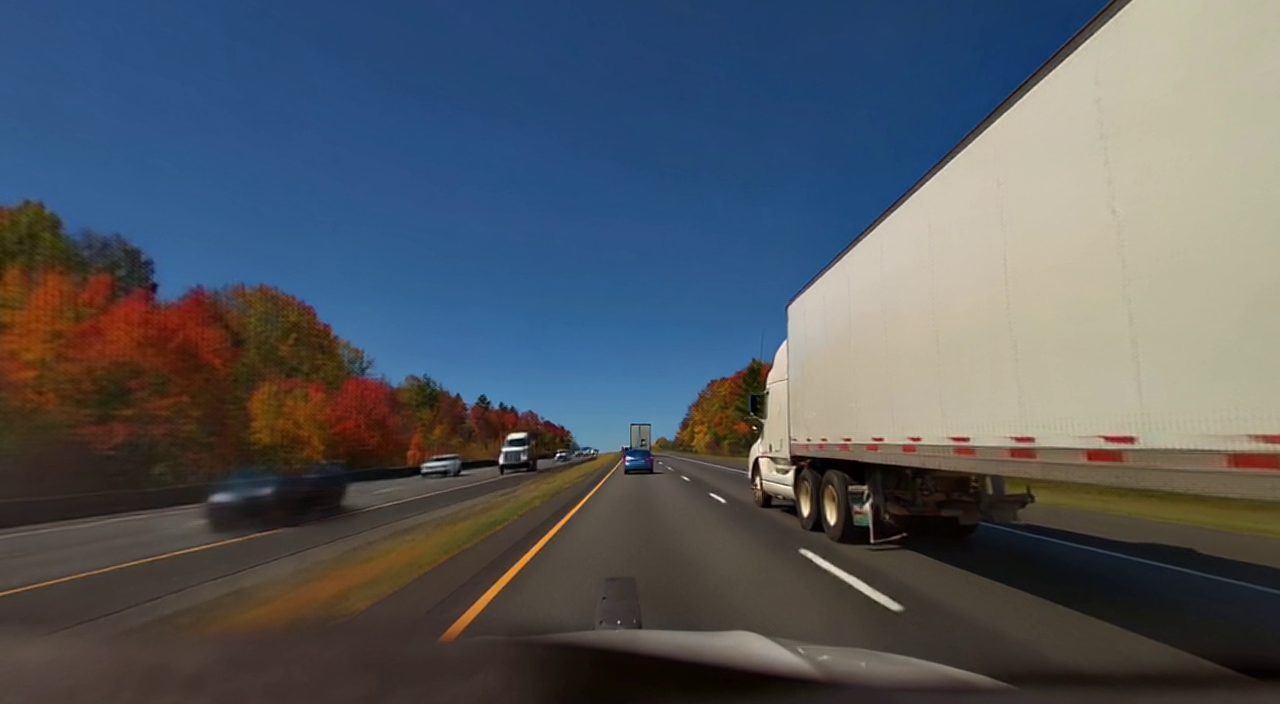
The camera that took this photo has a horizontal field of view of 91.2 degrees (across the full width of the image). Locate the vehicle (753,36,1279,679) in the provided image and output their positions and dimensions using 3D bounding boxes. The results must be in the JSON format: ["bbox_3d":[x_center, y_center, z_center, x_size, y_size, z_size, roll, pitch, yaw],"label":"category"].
[{"bbox_3d":[4.168,0.682,9.051,2.996,3.942,10.600,0,-9,0],"label":"vehicle"}]

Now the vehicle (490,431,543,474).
[{"bbox_3d":[-8.542,7.041,44.013,2.451,2.748,6.073,-1,-9,0],"label":"vehicle"}]

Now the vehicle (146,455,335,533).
[{"bbox_3d":[-9.385,3.321,15.215,1.873,1.549,4.104,-1,-9,0],"label":"vehicle"}]

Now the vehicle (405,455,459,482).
[{"bbox_3d":[-12.986,7.286,39.438,1.935,1.530,4.142,-1,-9,0],"label":"vehicle"}]

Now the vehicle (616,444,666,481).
[{"bbox_3d":[0.006,4.975,28.491,2.099,1.506,4.097,0,-9,-1],"label":"vehicle"}]
